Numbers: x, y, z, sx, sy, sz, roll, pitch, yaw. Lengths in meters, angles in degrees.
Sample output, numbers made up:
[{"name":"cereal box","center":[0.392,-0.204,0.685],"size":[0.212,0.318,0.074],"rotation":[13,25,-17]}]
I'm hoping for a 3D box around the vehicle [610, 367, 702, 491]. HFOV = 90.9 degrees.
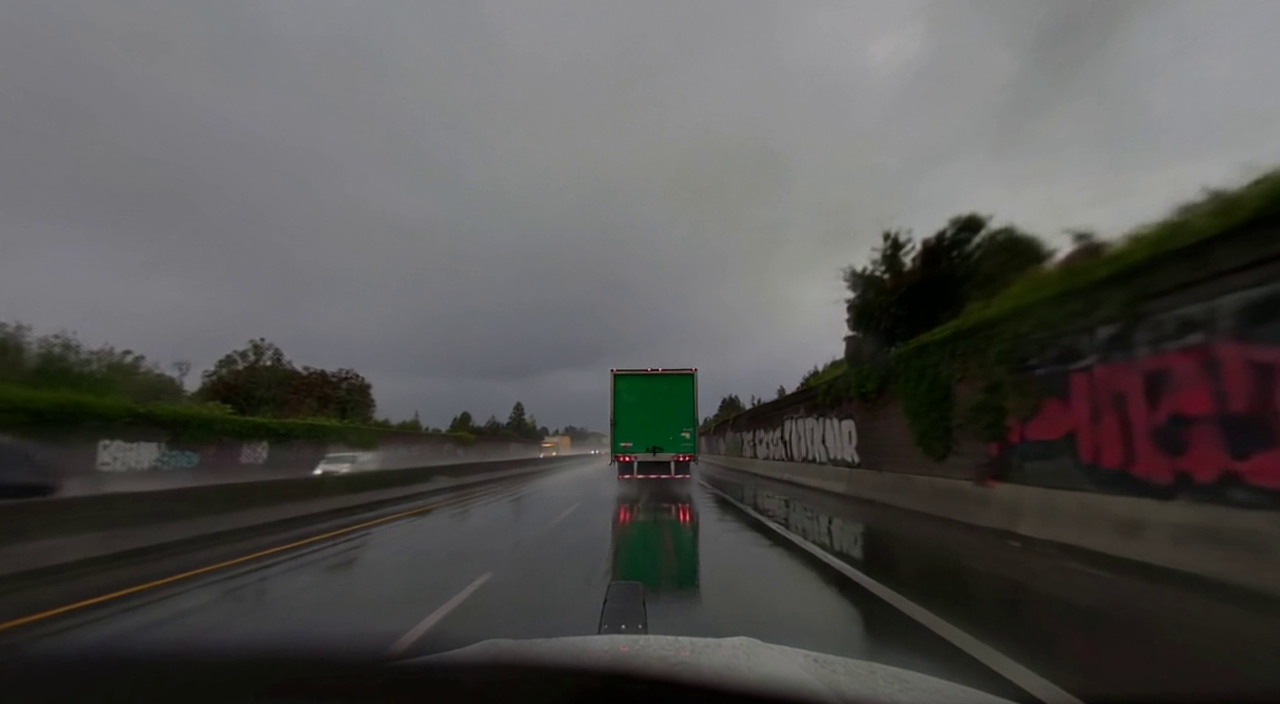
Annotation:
[{"name":"vehicle","center":[0.409,3.232,25.169],"size":[2.900,3.955,10.151],"rotation":[0,-9,-1]}]
